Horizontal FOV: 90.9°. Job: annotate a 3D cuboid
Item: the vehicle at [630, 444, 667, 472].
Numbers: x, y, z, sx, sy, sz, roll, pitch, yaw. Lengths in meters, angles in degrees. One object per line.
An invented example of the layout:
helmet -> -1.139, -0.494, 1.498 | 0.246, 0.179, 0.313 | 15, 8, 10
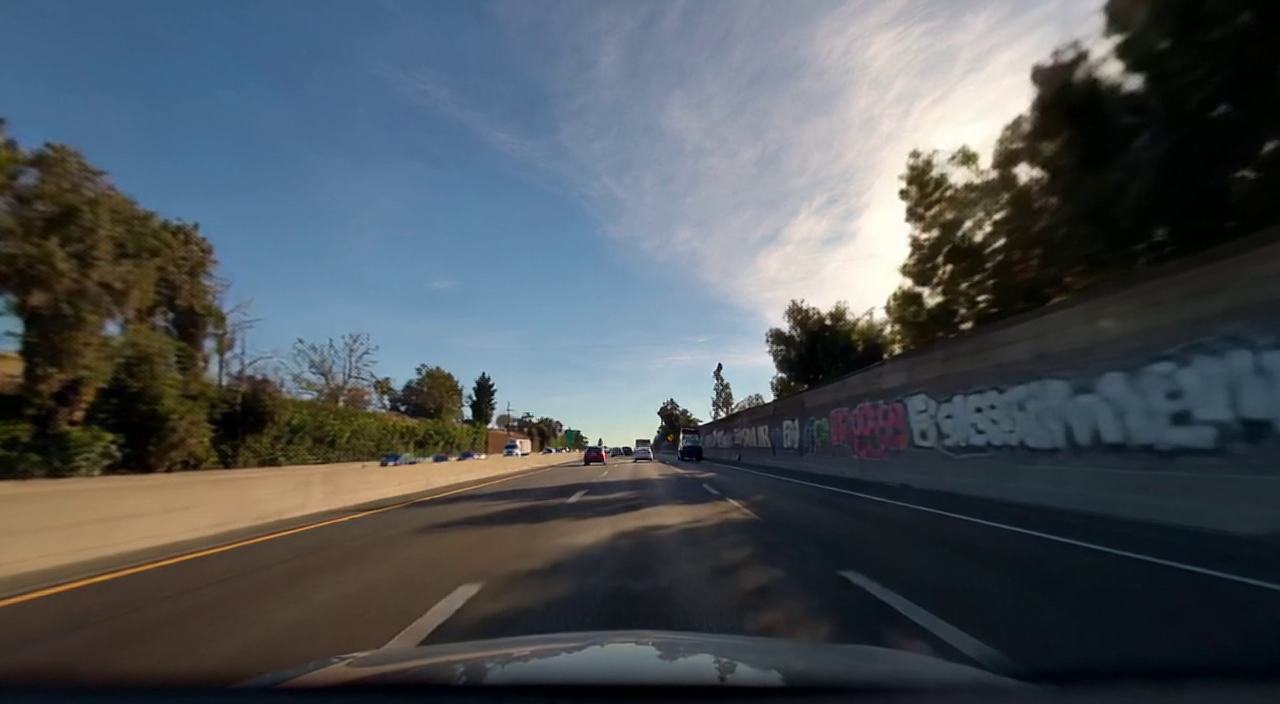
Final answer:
vehicle -> 0.473, 6.058, 36.165 | 2.009, 1.506, 4.091 | 0, -9, 0

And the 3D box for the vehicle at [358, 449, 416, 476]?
vehicle -> -16.607, 7.260, 41.590 | 1.935, 1.600, 4.530 | 0, -9, 0
